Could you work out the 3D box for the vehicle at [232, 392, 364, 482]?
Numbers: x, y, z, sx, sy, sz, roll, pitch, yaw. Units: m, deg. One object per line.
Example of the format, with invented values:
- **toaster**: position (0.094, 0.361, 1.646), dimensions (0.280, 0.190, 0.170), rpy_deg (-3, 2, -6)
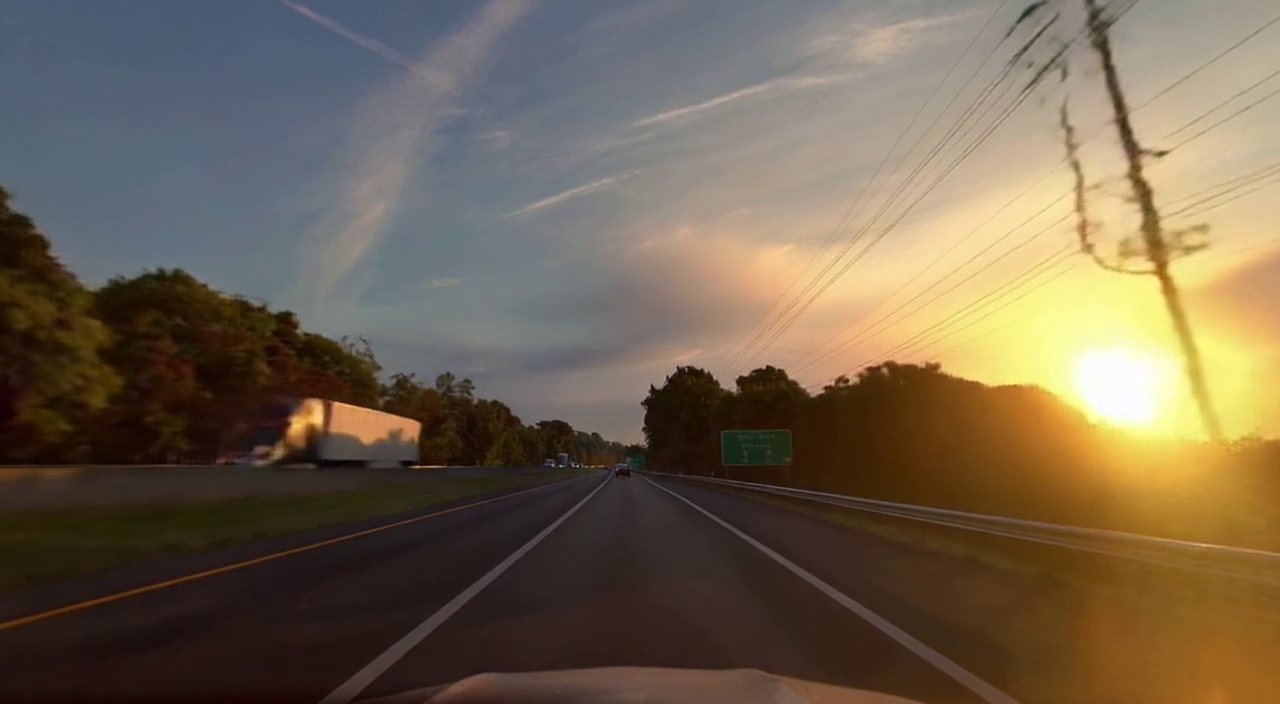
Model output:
- **vehicle**: position (-16.574, 4.322, 31.131), dimensions (3.006, 3.954, 5.846), rpy_deg (1, -11, 0)
